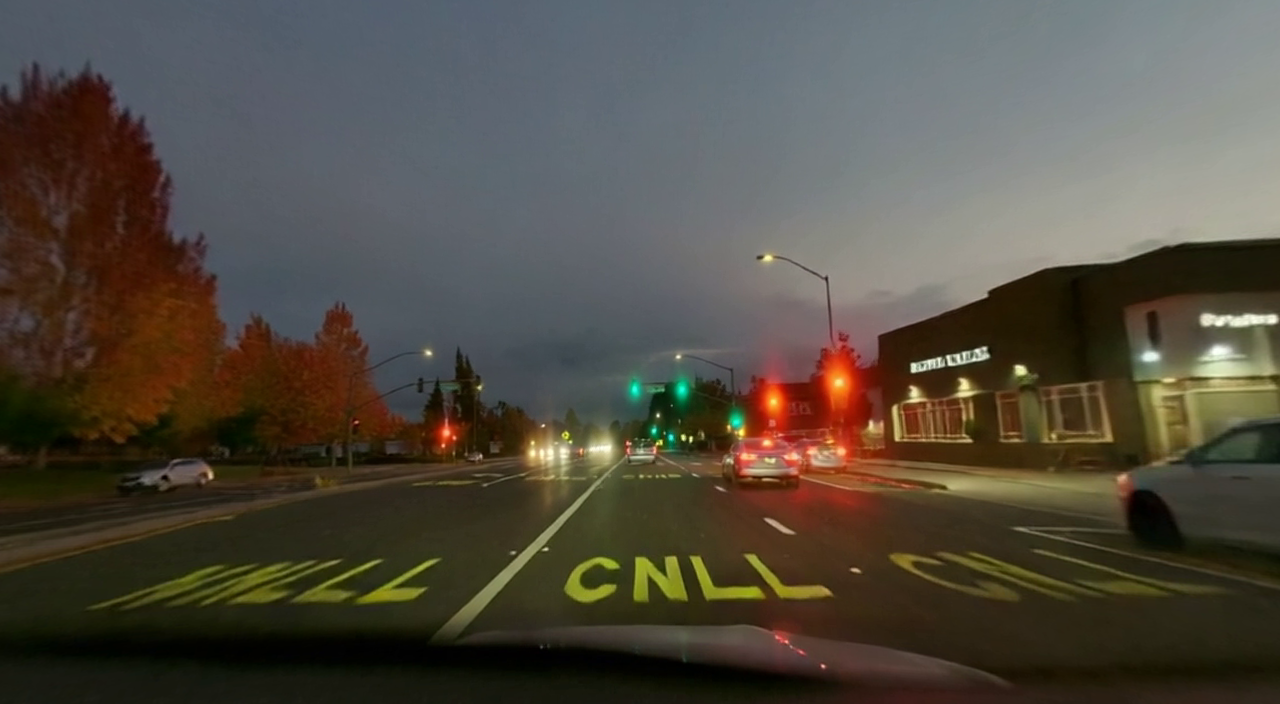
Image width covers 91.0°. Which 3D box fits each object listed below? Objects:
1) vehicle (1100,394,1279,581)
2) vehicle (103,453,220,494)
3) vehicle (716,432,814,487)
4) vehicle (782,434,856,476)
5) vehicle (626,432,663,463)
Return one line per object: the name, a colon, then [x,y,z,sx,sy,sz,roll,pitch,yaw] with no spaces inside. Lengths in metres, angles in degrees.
vehicle: [7.331,1.310,6.062,2.128,1.804,4.825,0,-8,0]
vehicle: [-22.307,5.643,29.621,1.915,1.686,4.422,0,-8,1]
vehicle: [3.795,3.361,19.990,2.178,1.546,4.311,0,-8,0]
vehicle: [7.343,4.250,26.252,1.876,1.598,4.171,0,-8,1]
vehicle: [0.273,6.165,40.715,2.239,1.856,4.815,0,-8,0]
